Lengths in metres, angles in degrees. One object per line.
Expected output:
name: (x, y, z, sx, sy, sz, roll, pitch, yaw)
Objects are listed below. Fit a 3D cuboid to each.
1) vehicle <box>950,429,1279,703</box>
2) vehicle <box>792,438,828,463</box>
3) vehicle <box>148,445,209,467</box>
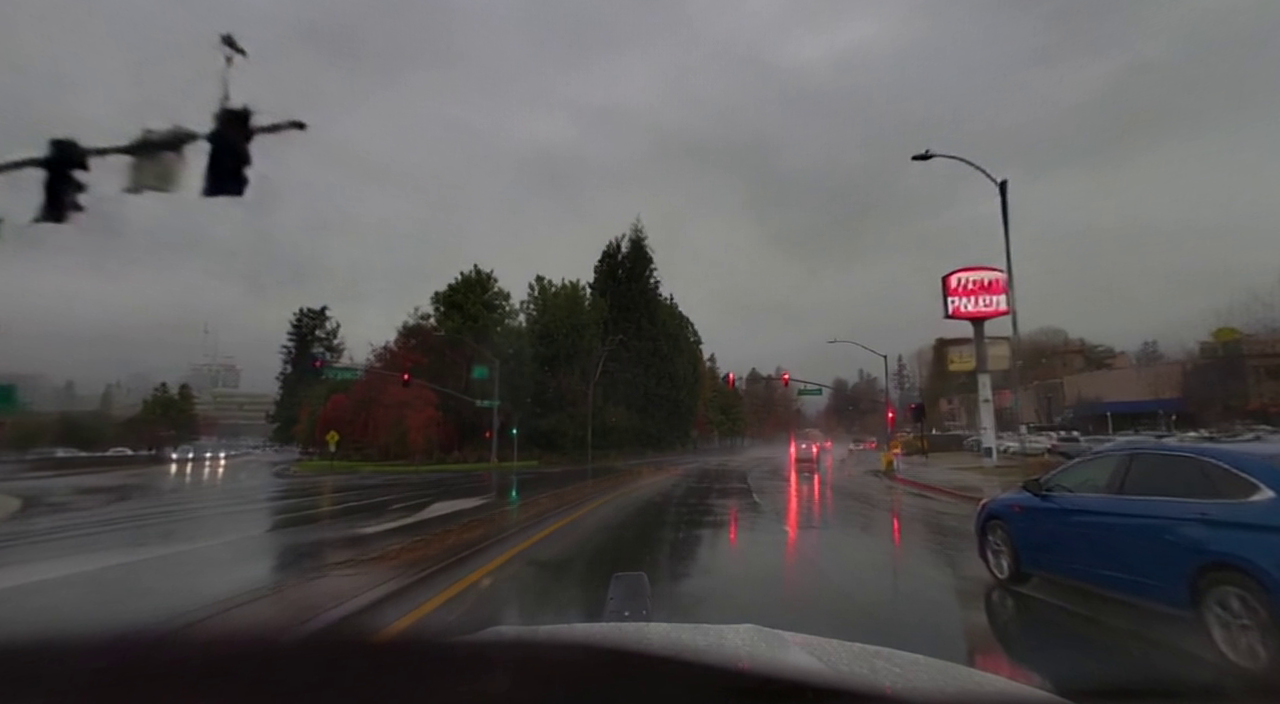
vehicle: (4.344, 1.339, 4.609, 1.938, 1.466, 4.434, 0, -9, 1)
vehicle: (12.438, 7.168, 45.887, 2.311, 1.715, 4.287, -3, -9, 17)
vehicle: (-32.717, 7.370, 44.813, 1.779, 1.458, 4.279, 2, -9, -11)
